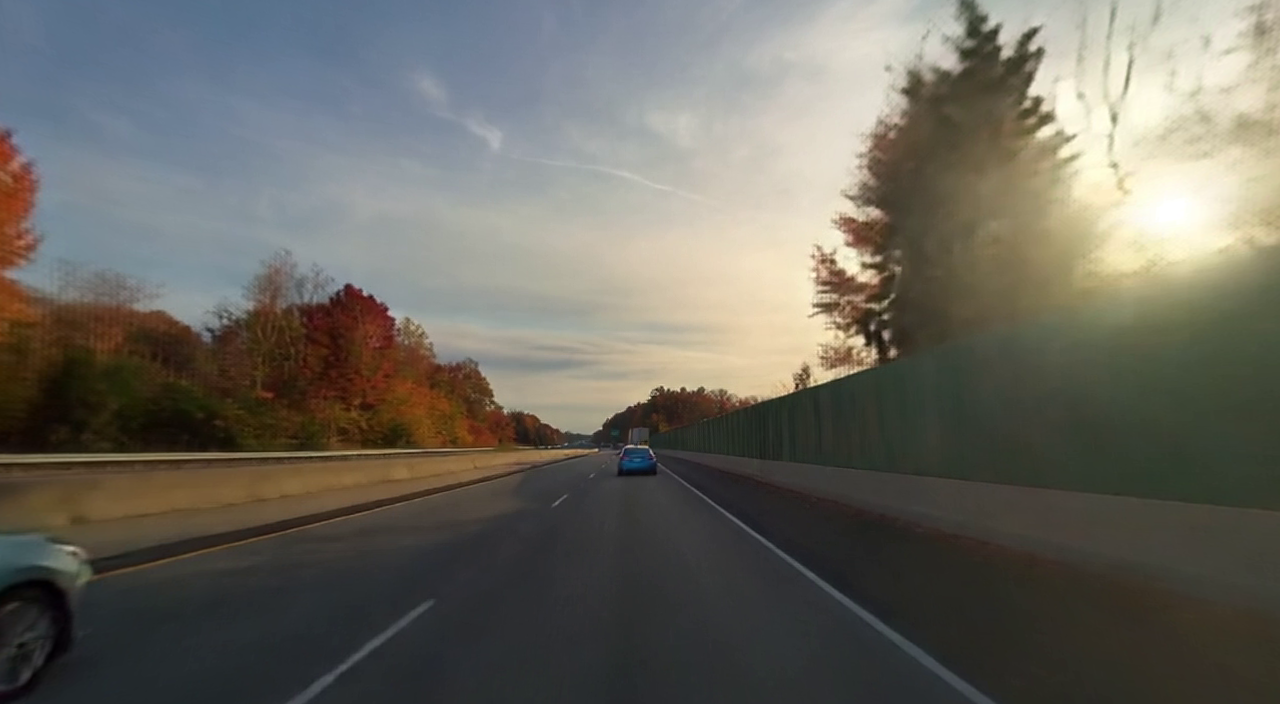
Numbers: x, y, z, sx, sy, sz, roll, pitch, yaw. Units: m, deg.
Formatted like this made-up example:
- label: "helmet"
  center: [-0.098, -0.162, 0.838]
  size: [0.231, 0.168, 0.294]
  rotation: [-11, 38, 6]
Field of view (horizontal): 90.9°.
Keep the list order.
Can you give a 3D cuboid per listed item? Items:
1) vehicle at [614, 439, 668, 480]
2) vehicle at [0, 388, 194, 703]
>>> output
- label: "vehicle"
  center: [0.002, 4.416, 26.181]
  size: [2.057, 1.516, 4.065]
  rotation: [0, -8, -1]
- label: "vehicle"
  center: [-3.906, 0.803, 1.924]
  size: [2.054, 1.536, 4.128]
  rotation: [0, -8, -1]
